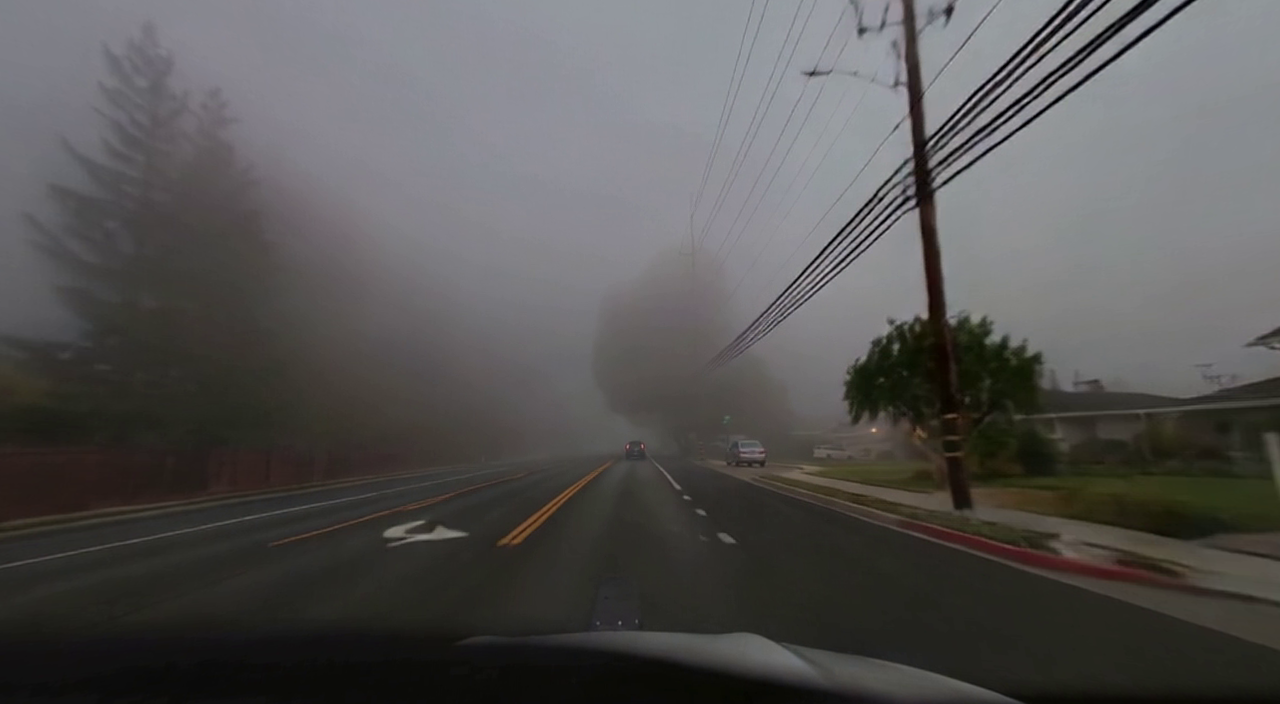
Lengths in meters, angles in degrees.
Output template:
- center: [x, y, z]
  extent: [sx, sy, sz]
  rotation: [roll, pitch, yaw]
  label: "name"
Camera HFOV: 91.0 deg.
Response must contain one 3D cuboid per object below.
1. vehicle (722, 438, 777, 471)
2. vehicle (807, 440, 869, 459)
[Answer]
- center: [5.918, 5.606, 34.606]
  extent: [2.039, 1.637, 4.782]
  rotation: [0, -8, -1]
  label: "vehicle"
- center: [14.968, 7.383, 47.670]
  extent: [4.034, 1.403, 1.821]
  rotation: [0, -9, -2]
  label: "vehicle"
